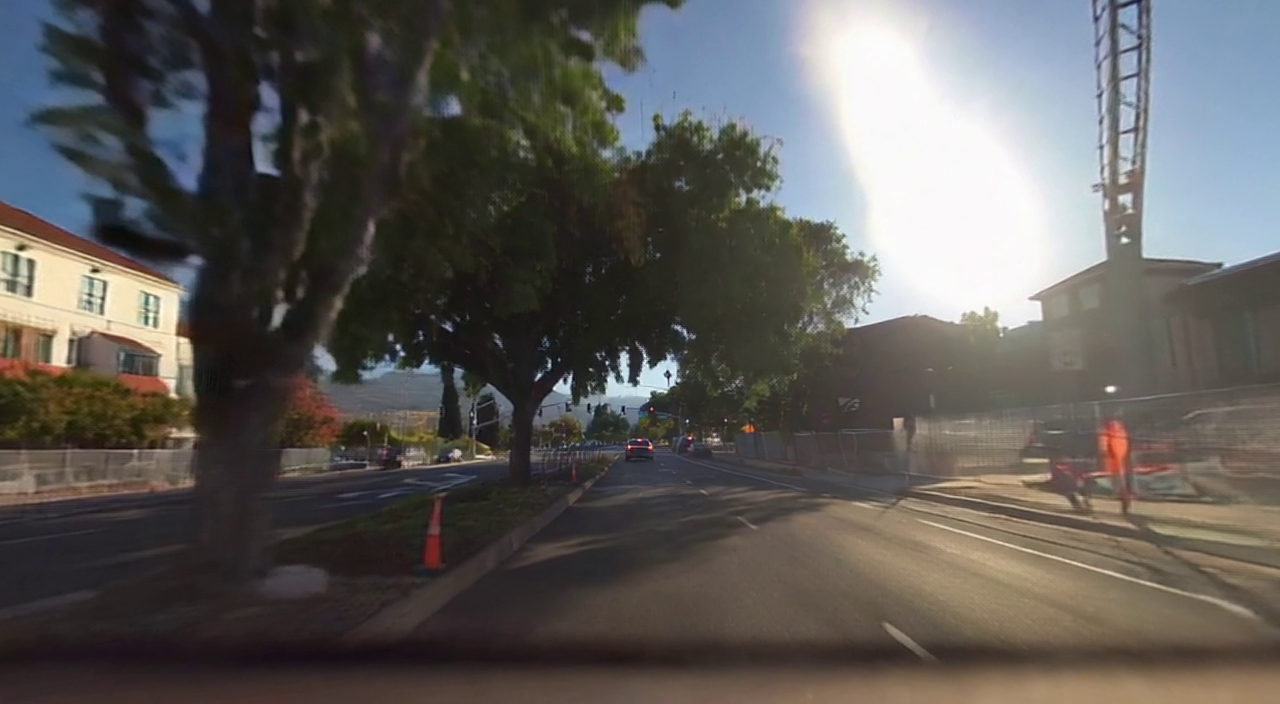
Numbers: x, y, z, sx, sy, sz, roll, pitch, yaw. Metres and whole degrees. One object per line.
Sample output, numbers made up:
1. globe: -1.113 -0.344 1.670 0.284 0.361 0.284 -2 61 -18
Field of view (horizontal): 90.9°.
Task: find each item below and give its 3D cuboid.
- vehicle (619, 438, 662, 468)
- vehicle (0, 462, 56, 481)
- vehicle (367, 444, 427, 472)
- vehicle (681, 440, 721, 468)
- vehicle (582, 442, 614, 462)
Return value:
1. vehicle: 0.107 5.979 37.615 2.000 1.671 4.276 -1 -8 8
2. vehicle: -49.376 9.475 49.933 4.209 1.429 1.872 0 -8 -3
3. vehicle: -14.544 6.350 37.999 1.868 1.528 4.317 0 -8 0
4. vehicle: 3.543 5.798 35.885 1.974 1.490 4.231 -2 -9 9
5. vehicle: -3.272 7.847 49.630 2.189 1.441 4.350 0 -8 0
